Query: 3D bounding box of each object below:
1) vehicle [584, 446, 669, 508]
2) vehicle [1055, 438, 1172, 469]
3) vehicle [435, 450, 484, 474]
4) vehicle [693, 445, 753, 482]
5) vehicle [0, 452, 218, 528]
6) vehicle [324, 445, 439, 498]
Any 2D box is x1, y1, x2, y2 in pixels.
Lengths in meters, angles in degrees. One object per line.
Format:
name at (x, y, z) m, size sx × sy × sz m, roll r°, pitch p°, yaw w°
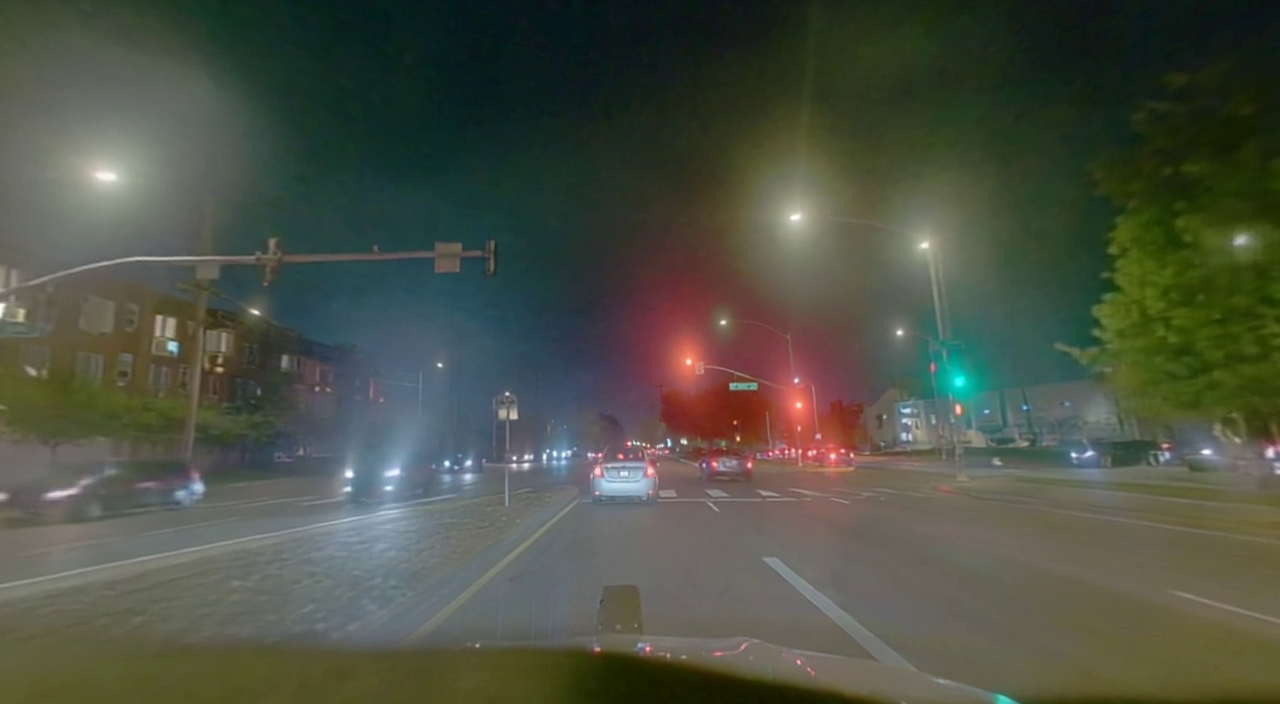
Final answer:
vehicle at (-0.340, 3.295, 17.053) m, size 2.010 × 1.447 × 4.121 m, roll 0°, pitch -9°, yaw 0°
vehicle at (26.041, 5.608, 34.753) m, size 4.665 × 1.612 × 1.937 m, roll -1°, pitch -9°, yaw 8°
vehicle at (-12.067, 7.375, 42.401) m, size 1.963 × 1.504 × 4.640 m, roll 0°, pitch -9°, yaw 0°
vehicle at (3.586, 4.890, 27.851) m, size 2.023 × 1.506 × 3.816 m, roll 0°, pitch -9°, yaw -2°
vehicle at (-12.327, 3.131, 14.842) m, size 1.904 × 1.475 × 4.068 m, roll 0°, pitch -9°, yaw 0°
vehicle at (-8.536, 3.962, 21.283) m, size 1.966 × 1.571 × 4.479 m, roll 0°, pitch -9°, yaw 0°
